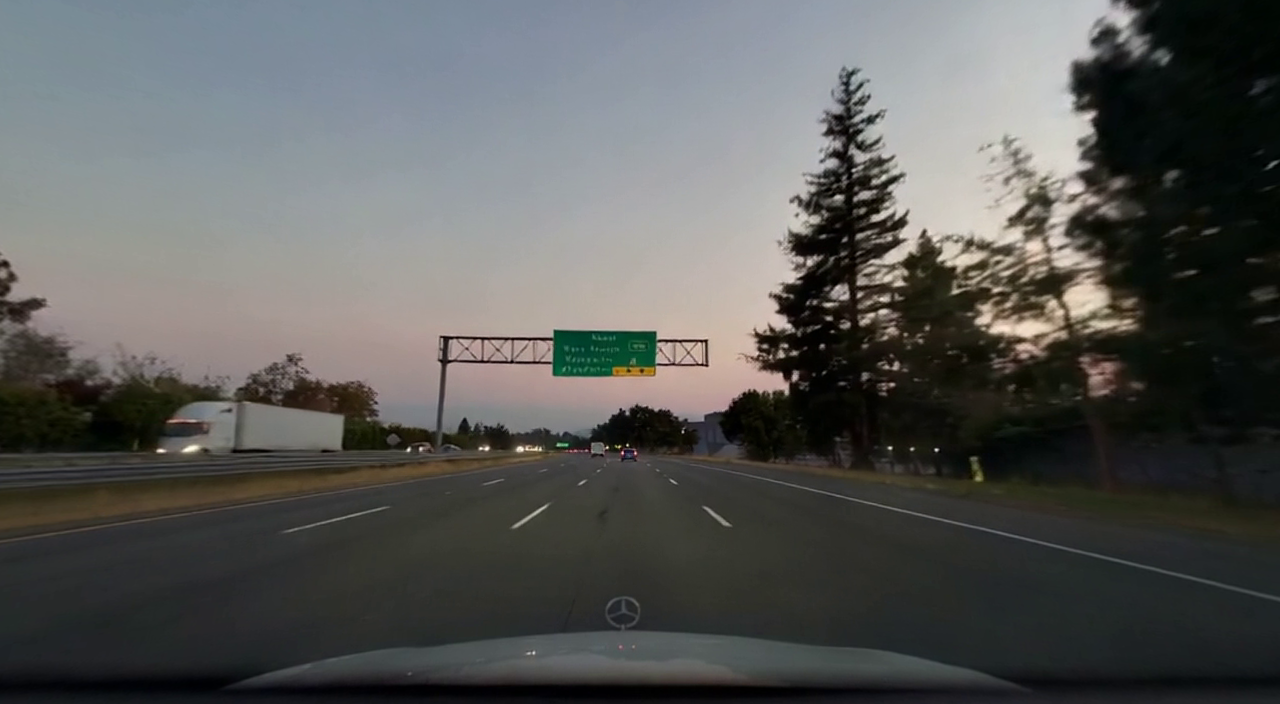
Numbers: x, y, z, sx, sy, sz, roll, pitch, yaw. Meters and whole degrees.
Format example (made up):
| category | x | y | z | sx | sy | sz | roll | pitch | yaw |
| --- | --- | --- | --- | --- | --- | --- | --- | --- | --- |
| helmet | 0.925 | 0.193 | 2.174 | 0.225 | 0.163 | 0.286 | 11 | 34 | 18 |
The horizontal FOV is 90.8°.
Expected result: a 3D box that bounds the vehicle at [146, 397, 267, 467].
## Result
| category | x | y | z | sx | sy | sz | roll | pitch | yaw |
| --- | --- | --- | --- | --- | --- | --- | --- | --- | --- |
| vehicle | -25.785 | 4.880 | 37.944 | 3.021 | 3.858 | 5.845 | 0 | -9 | -2 |
